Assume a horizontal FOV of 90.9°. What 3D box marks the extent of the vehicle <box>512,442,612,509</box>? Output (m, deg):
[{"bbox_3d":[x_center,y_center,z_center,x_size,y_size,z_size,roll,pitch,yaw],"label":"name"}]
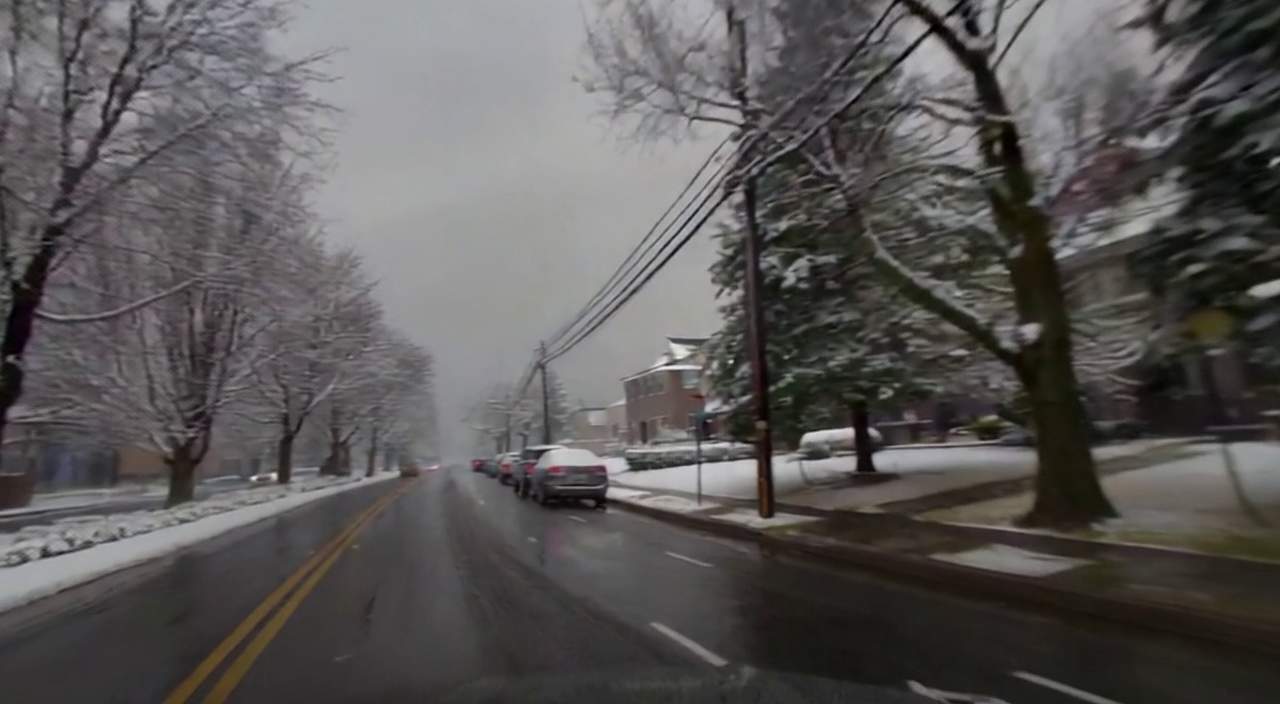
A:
[{"bbox_3d":[-2.564,3.675,19.527,2.078,1.738,5.133,2,-9,-18],"label":"vehicle"}]
